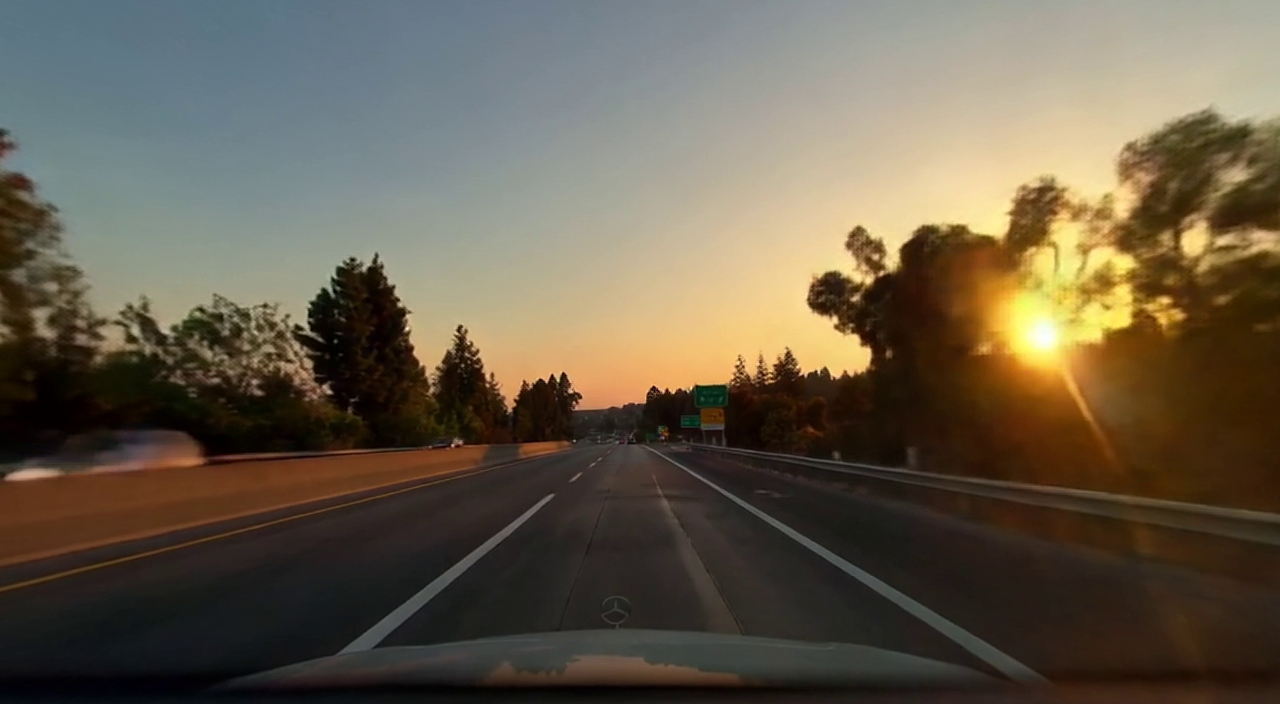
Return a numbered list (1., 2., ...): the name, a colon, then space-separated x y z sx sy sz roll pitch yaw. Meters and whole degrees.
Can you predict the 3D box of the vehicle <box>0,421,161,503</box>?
1. vehicle: -13.391 2.414 14.297 1.837 1.574 4.094 0 -8 -1
